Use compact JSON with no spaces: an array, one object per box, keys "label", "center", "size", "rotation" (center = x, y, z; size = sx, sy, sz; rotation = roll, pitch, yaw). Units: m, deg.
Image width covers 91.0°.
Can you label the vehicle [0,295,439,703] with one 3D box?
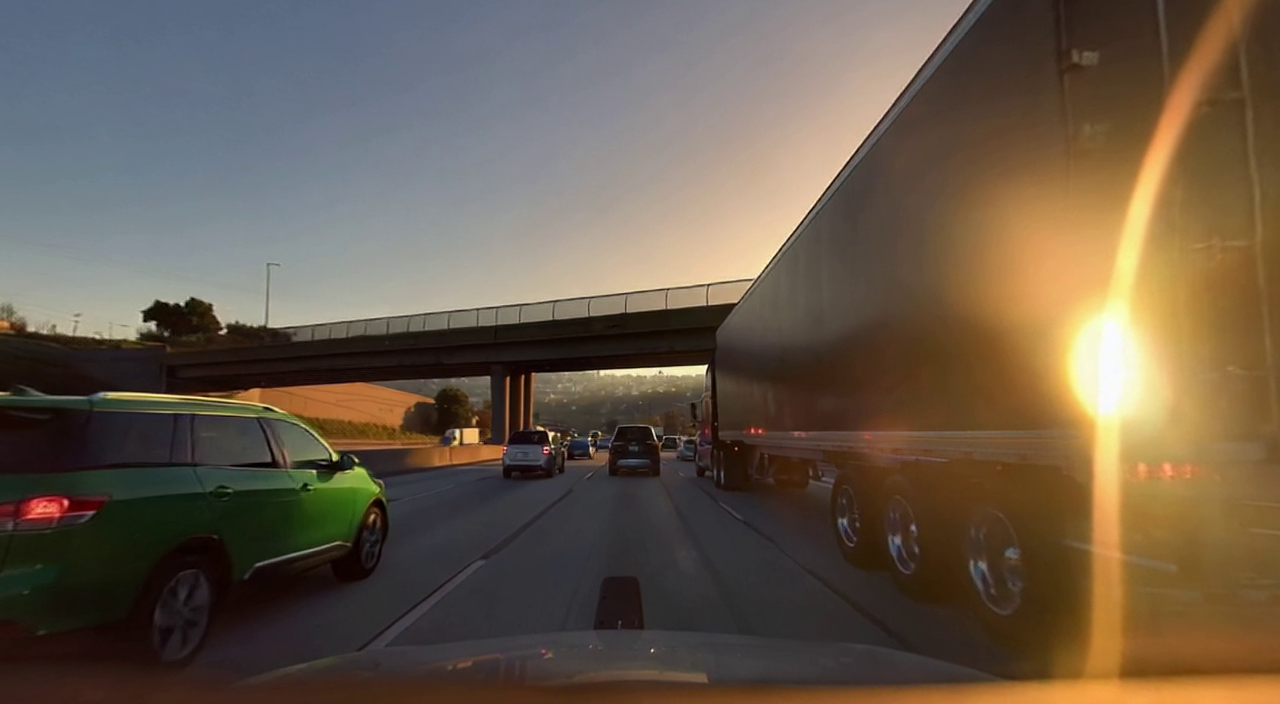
[{"label":"vehicle","center":[-3.266,1.035,4.236],"size":[2.193,1.803,4.958],"rotation":[0,-8,0]}]

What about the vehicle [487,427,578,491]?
[{"label":"vehicle","center":[-3.350,3.453,20.651],"size":[2.120,1.812,4.659],"rotation":[0,-8,1]}]

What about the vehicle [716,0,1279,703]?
[{"label":"vehicle","center":[3.552,0.417,8.334],"size":[2.852,4.121,16.210],"rotation":[0,-8,-1]}]

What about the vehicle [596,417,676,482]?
[{"label":"vehicle","center":[-0.167,3.767,24.476],"size":[2.704,2.216,5.804],"rotation":[0,-8,0]}]
